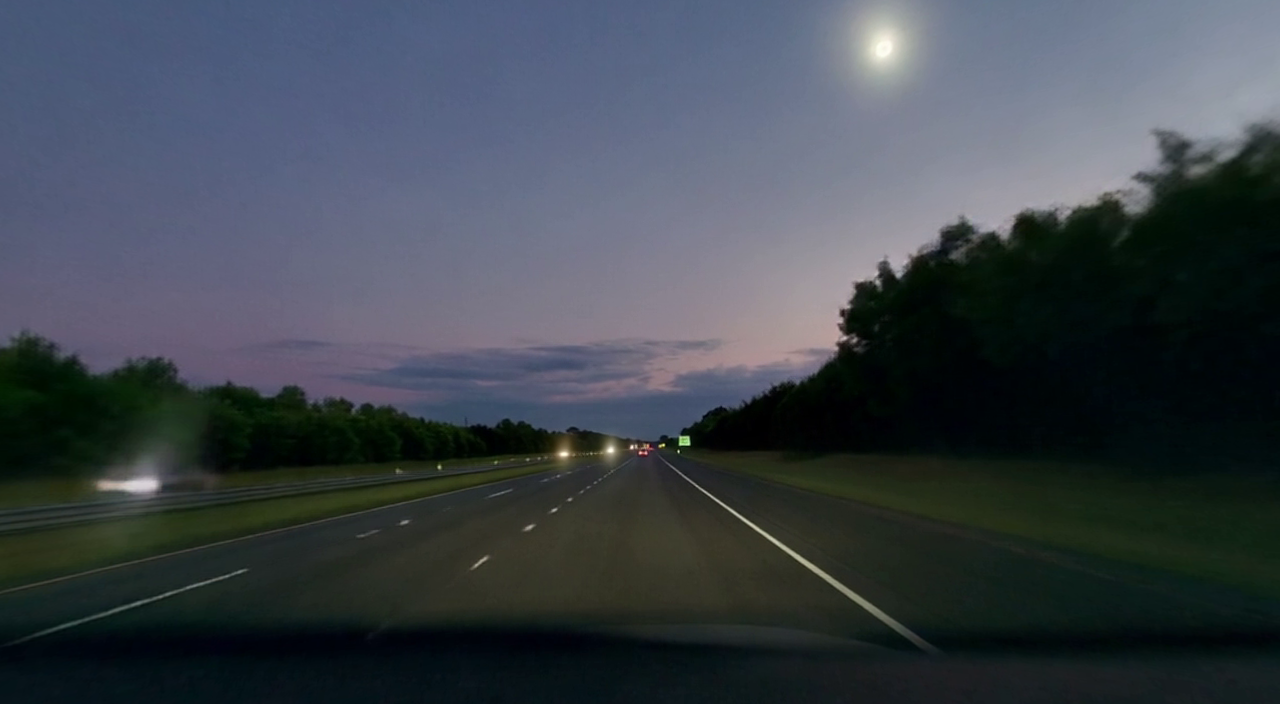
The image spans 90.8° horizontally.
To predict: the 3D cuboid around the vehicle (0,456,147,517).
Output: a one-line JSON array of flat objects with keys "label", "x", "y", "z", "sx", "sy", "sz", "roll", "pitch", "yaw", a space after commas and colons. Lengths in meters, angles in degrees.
[{"label": "vehicle", "x": -16.597, "y": 3.631, "z": 17.515, "sx": 2.012, "sy": 1.417, "sz": 4.618, "roll": 0, "pitch": -9, "yaw": 1}]
